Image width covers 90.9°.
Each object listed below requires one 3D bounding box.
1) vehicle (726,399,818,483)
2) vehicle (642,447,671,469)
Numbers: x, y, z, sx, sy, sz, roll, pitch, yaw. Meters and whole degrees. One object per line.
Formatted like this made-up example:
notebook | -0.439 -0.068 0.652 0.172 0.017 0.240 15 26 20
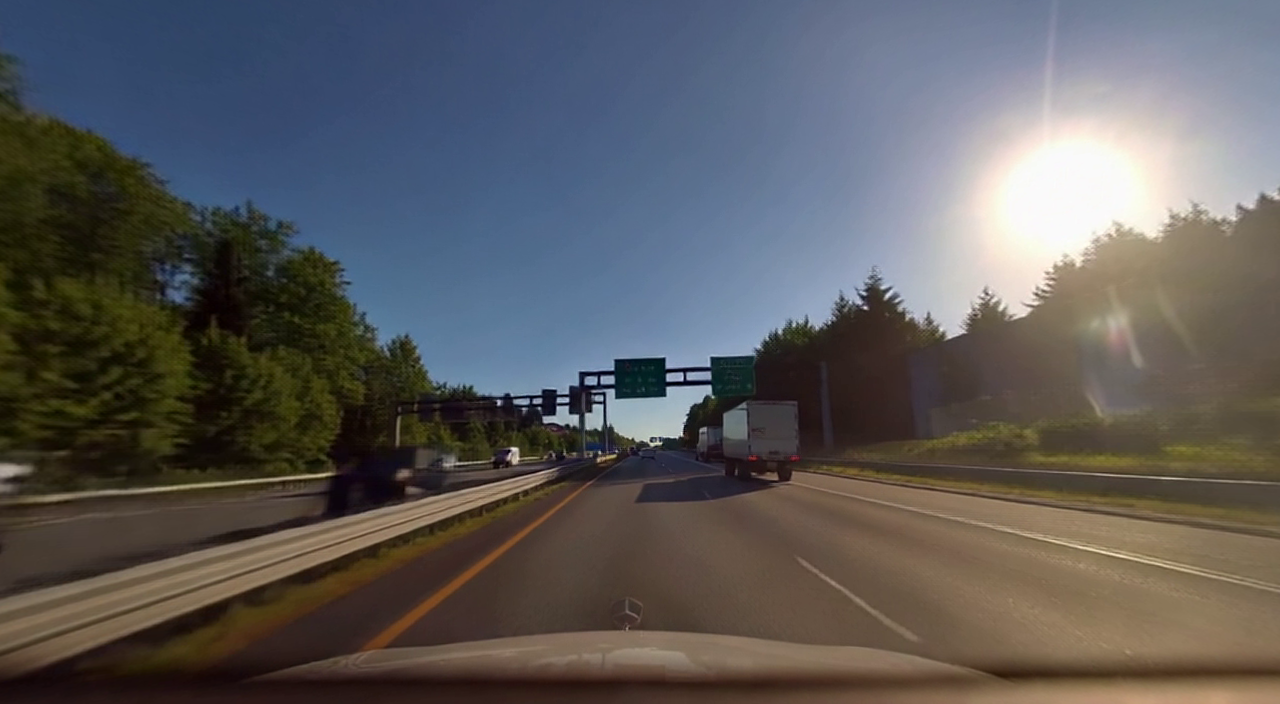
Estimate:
vehicle | 5.848 4.167 29.286 2.743 3.367 7.306 0 -9 1
vehicle | 1.201 7.783 46.453 2.049 1.500 3.790 0 -9 1
